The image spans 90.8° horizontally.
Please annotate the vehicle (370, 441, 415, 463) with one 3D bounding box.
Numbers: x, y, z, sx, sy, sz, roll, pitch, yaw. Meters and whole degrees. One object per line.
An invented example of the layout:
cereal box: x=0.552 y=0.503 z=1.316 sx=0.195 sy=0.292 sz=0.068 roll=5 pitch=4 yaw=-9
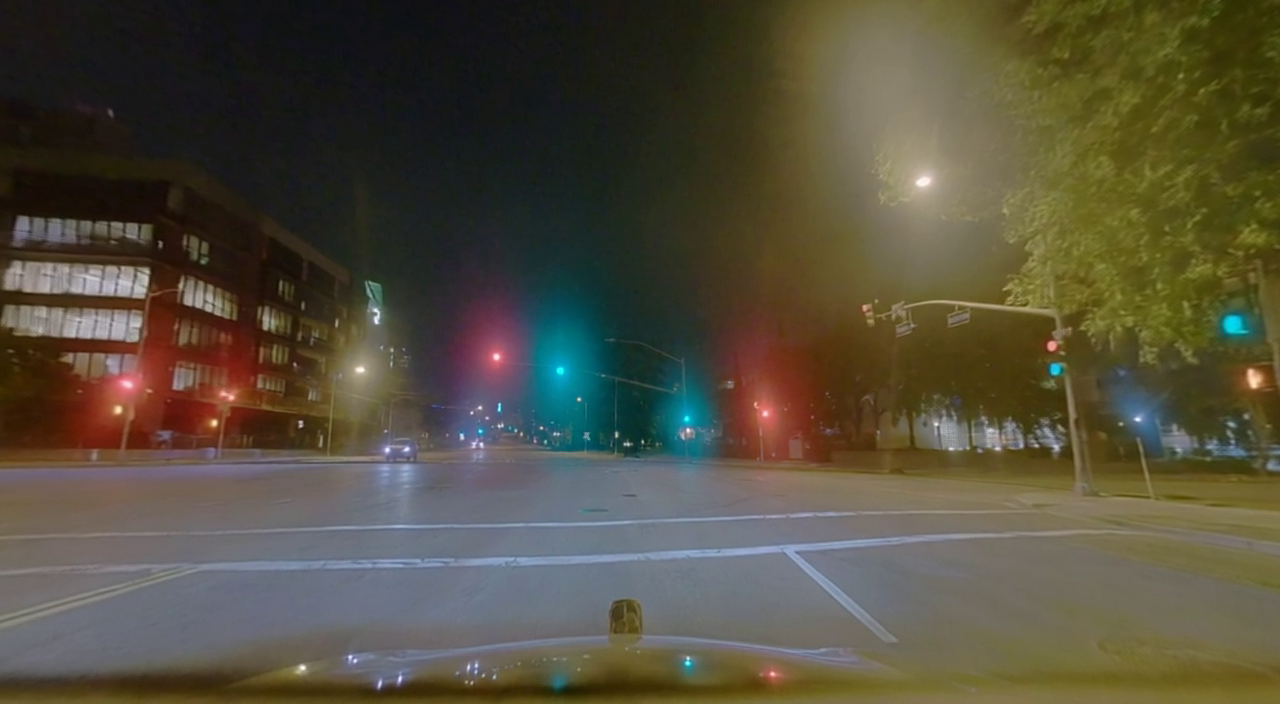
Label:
vehicle: x=-17.187 y=6.949 z=44.051 sx=1.969 sy=1.464 sz=4.485 roll=1 pitch=-9 yaw=-10
